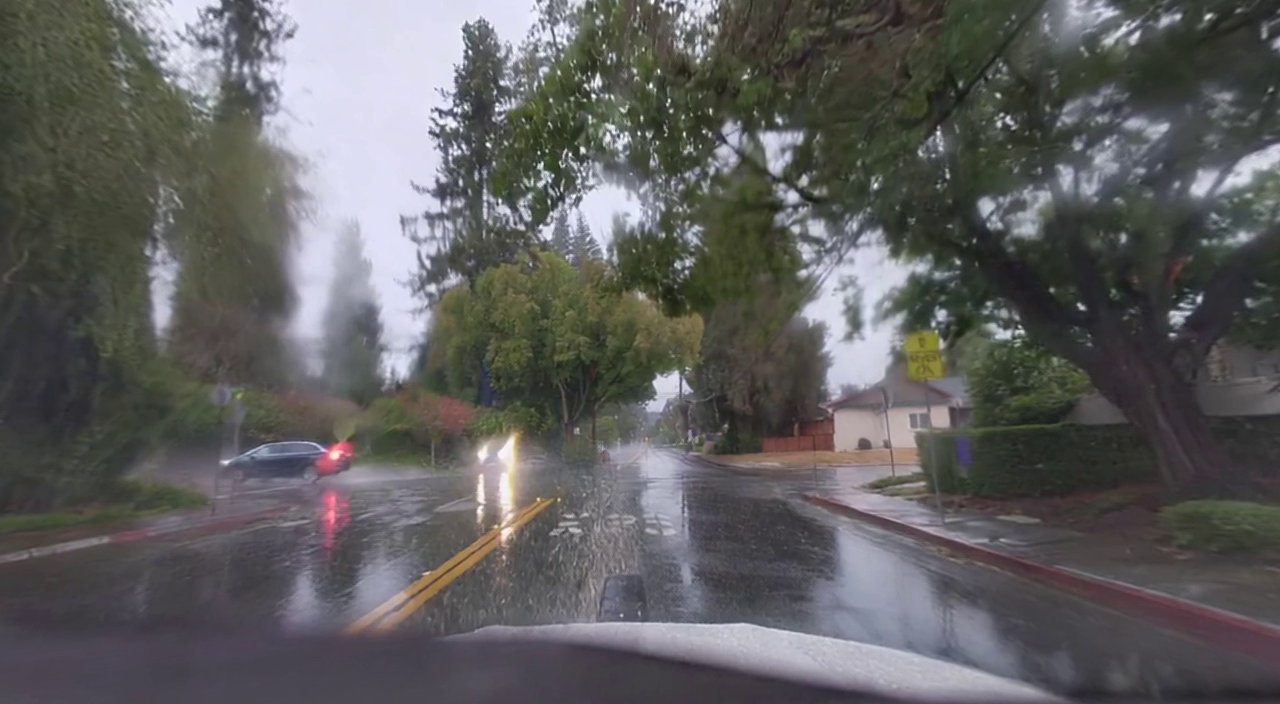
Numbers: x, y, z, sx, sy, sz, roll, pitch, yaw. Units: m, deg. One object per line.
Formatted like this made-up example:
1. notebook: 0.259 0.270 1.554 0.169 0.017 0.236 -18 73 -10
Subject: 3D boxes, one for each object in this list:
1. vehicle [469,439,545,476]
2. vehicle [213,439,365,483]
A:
1. vehicle: -6.274 5.022 30.350 1.988 1.596 4.396 -2 -8 11
2. vehicle: -14.159 4.407 25.725 4.968 1.728 1.987 0 -8 1
